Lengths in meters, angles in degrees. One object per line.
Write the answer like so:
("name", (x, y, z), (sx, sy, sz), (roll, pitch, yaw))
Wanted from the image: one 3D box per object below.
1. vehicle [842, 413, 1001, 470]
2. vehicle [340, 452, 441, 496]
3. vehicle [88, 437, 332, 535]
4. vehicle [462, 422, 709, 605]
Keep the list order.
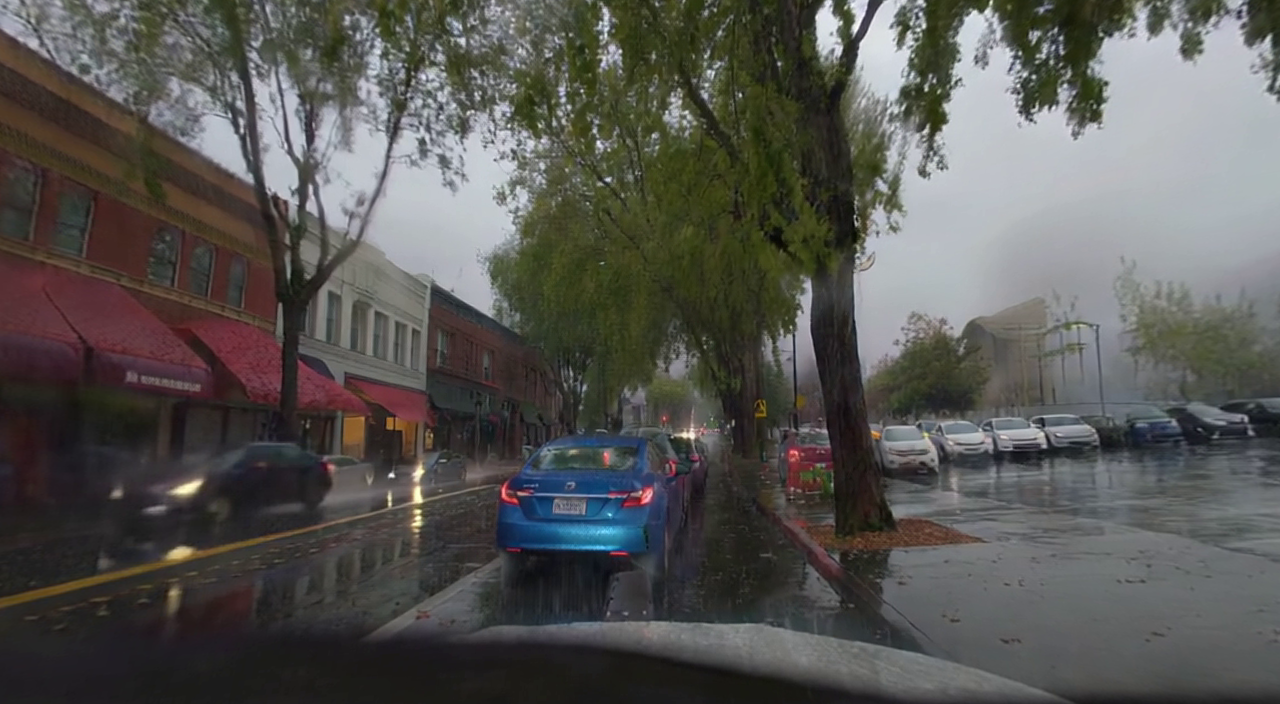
("vehicle", (9.025, 2.839, 20.224), (4.558, 1.528, 1.915), (0, -8, -23))
("vehicle", (-10.257, 5.031, 26.286), (1.826, 1.432, 4.556), (-7, -9, 8))
("vehicle", (-9.206, 2.860, 14.072), (2.054, 1.772, 4.276), (-4, -9, 9))
("vehicle", (-0.278, 1.632, 7.289), (1.939, 1.478, 3.922), (-1, -8, 9))
